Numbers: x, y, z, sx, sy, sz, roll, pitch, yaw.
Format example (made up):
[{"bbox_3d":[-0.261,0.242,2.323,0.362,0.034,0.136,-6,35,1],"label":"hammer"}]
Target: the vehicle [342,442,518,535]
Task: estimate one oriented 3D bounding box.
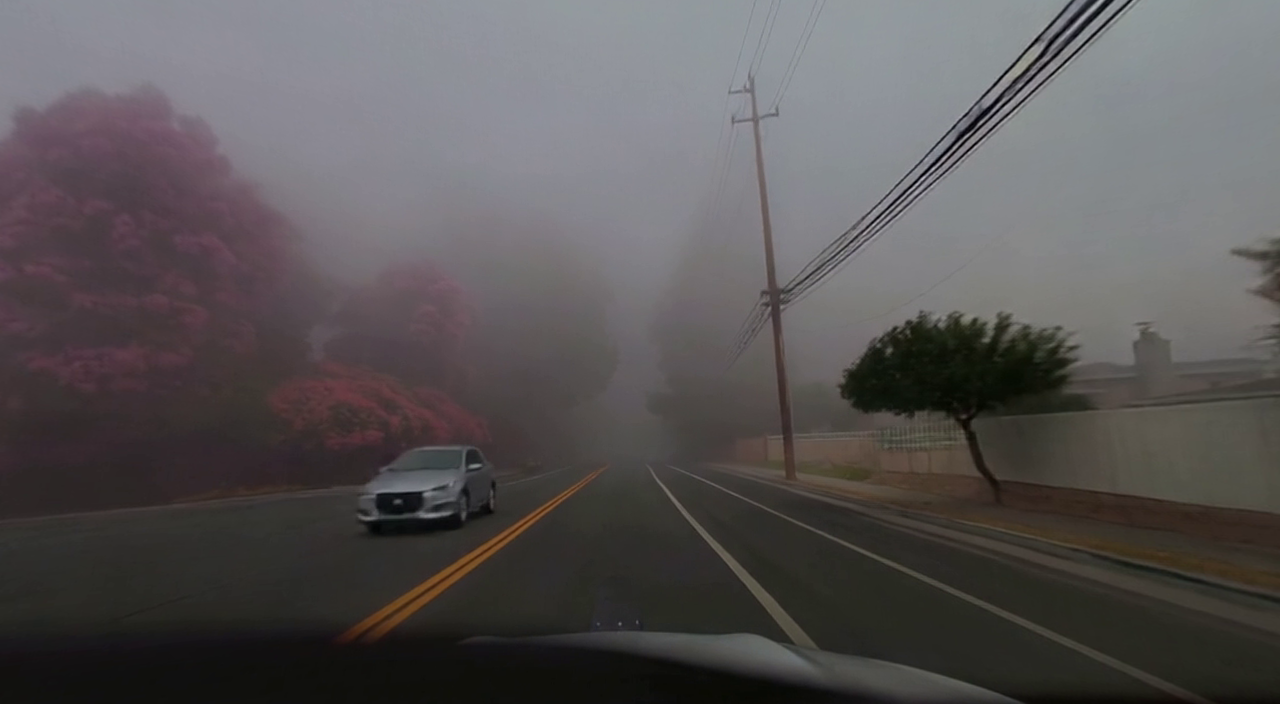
[{"bbox_3d":[-3.882,2.582,12.589,2.074,1.511,4.126,0,-9,0],"label":"vehicle"}]
